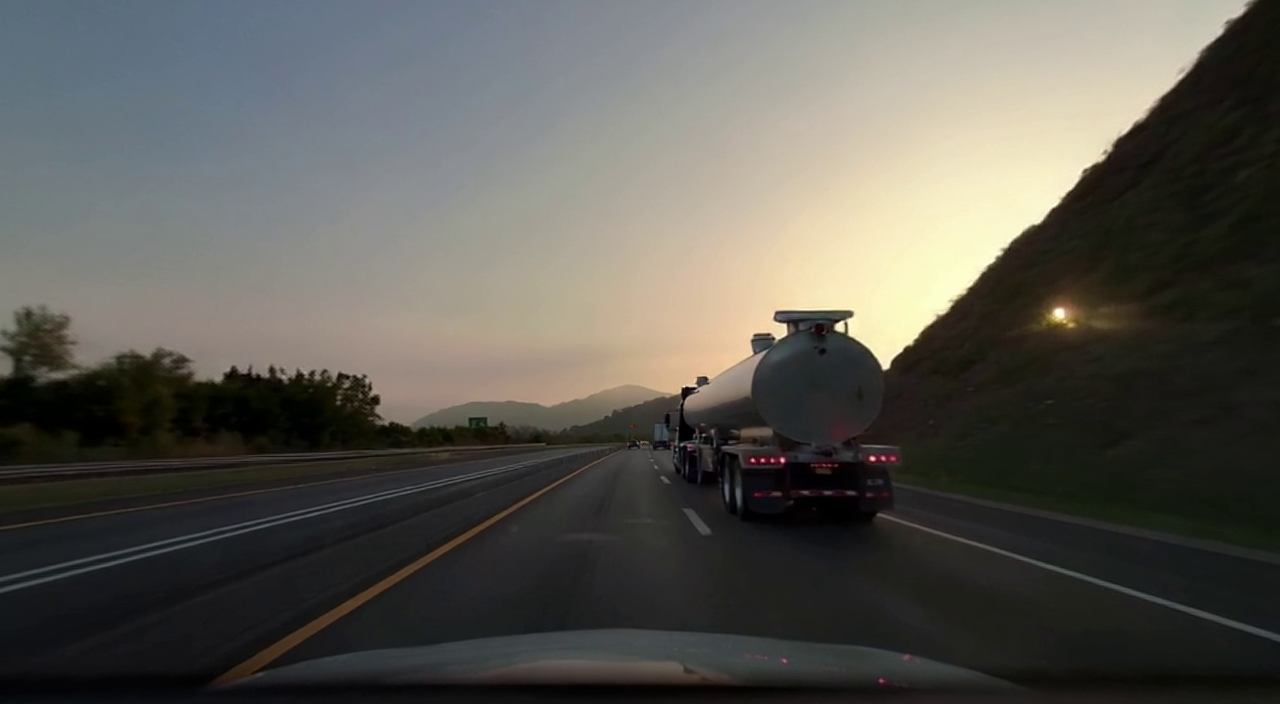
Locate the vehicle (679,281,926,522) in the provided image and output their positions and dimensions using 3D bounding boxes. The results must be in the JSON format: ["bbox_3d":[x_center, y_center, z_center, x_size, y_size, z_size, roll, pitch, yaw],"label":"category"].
[{"bbox_3d":[2.837,1.498,15.495,2.946,3.745,11.516,0,-8,0],"label":"vehicle"}]
